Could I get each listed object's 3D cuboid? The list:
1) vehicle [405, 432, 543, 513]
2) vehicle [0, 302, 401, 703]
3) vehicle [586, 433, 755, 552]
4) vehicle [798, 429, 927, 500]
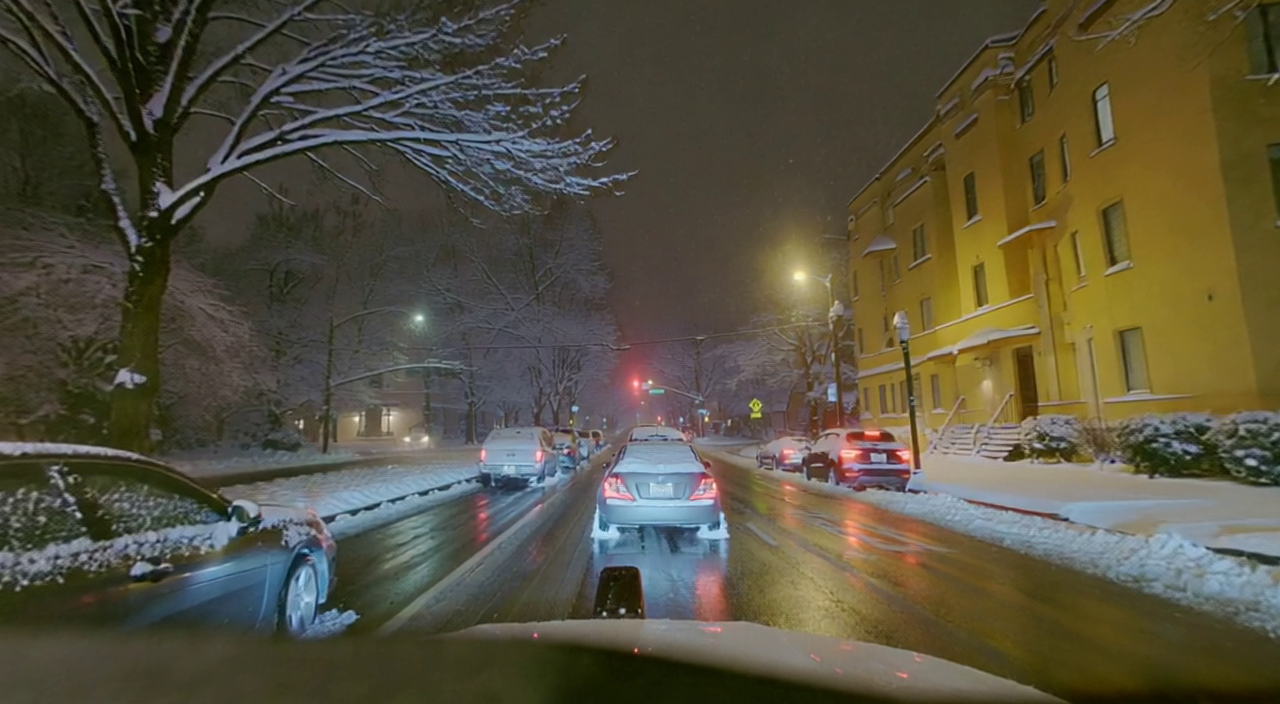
[{"bbox_3d":[-3.509,2.632,14.322,1.901,1.522,4.556,0,-9,0],"label":"vehicle"},{"bbox_3d":[-3.268,0.929,3.397,2.152,1.802,4.628,0,-9,0],"label":"vehicle"},{"bbox_3d":[0.276,2.028,9.817,2.095,1.438,3.843,0,-9,-3],"label":"vehicle"},{"bbox_3d":[6.340,3.254,18.676,2.025,1.808,4.579,0,-9,-2],"label":"vehicle"}]
